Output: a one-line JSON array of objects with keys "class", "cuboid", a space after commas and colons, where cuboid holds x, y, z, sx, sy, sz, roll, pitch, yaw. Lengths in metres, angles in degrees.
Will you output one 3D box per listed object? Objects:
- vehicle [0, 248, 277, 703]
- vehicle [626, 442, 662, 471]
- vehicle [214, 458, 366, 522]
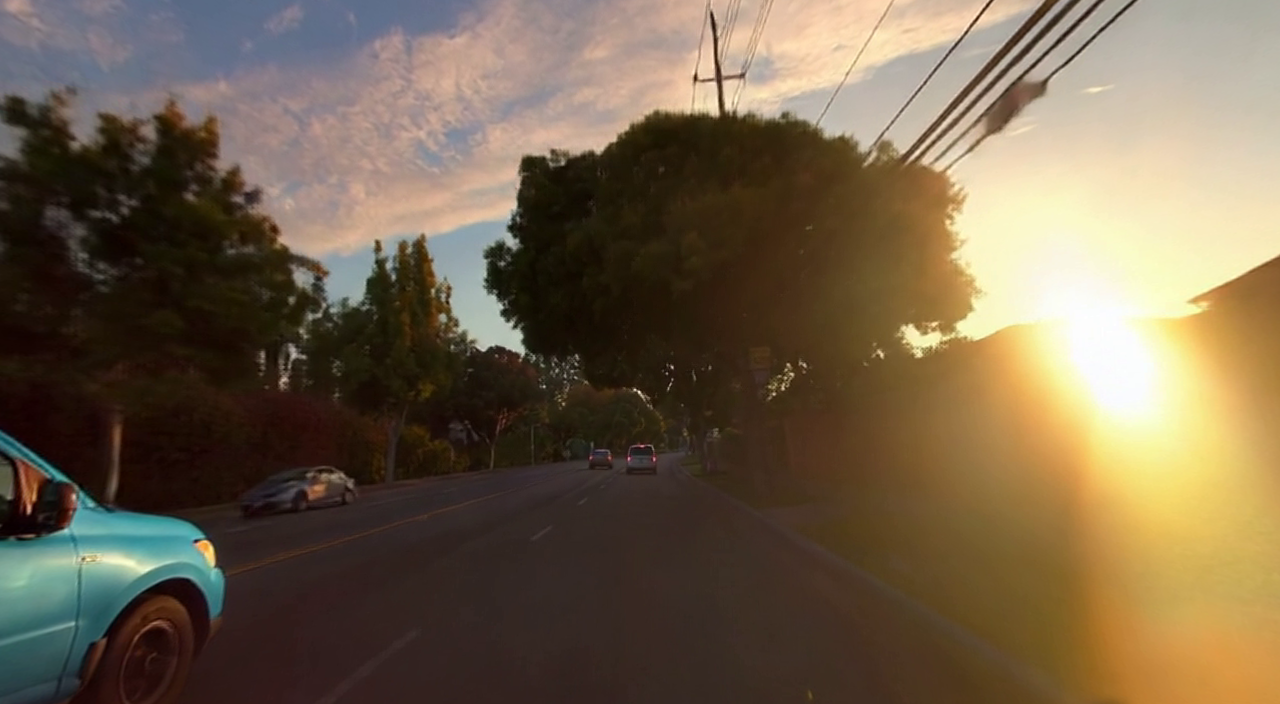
[{"class": "vehicle", "cuboid": [-3.585, 0.502, 1.091, 2.336, 2.152, 5.866, 0, -9, 1]}, {"class": "vehicle", "cuboid": [0.282, 6.560, 39.580, 2.120, 1.718, 3.909, 0, -9, 1]}, {"class": "vehicle", "cuboid": [-10.169, 3.993, 18.784, 2.005, 1.471, 4.330, -4, -9, 1]}]
